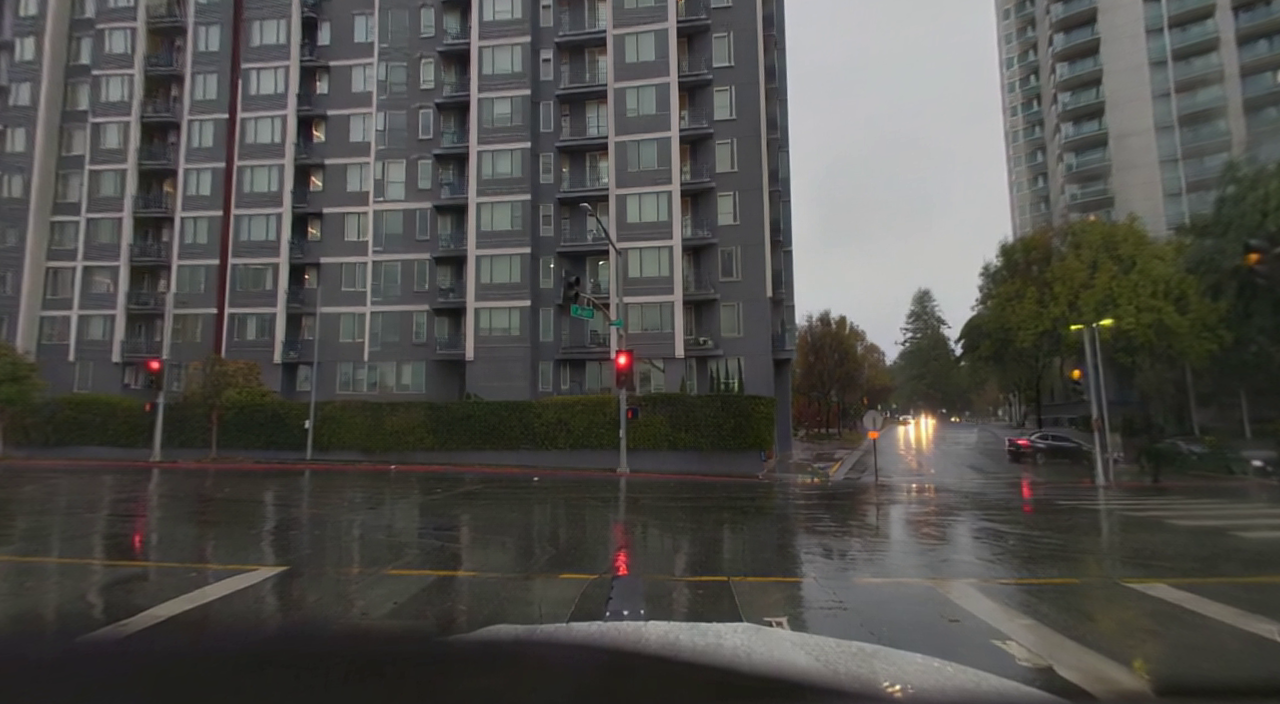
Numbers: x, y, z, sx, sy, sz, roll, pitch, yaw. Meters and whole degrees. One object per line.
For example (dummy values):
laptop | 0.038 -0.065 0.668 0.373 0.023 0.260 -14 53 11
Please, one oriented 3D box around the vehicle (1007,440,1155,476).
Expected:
vehicle | 18.557 4.464 26.701 4.823 1.458 1.914 0 -9 -1
